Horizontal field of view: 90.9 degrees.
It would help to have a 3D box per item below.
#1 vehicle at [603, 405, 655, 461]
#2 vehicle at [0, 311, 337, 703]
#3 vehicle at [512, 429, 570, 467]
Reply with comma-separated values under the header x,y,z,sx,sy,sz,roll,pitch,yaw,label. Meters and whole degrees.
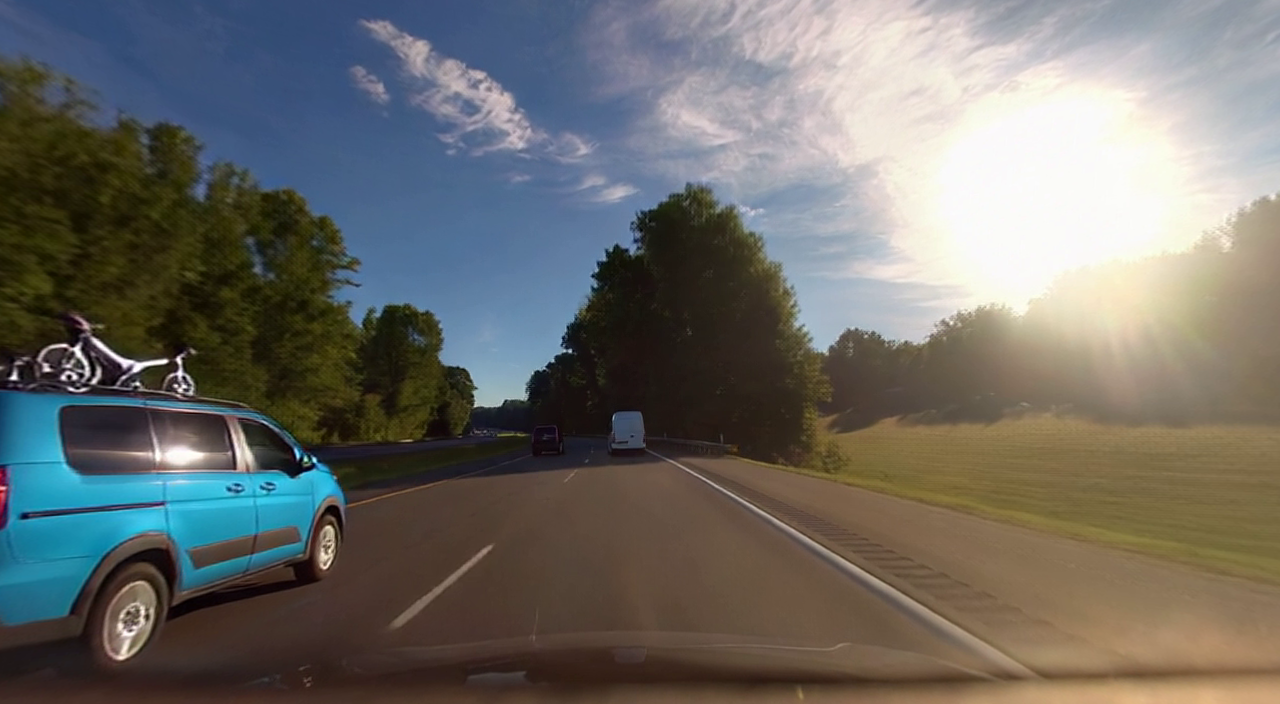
x,y,z,sx,sy,sz,roll,pitch,yaw,label
-0.745,4.624,35.832,2.647,2.896,6.480,0,-8,-3,vehicle
-3.596,0.783,2.950,2.069,1.751,4.720,0,-8,-1,vehicle
-4.544,4.460,29.631,2.110,1.636,4.453,0,-8,-1,vehicle
